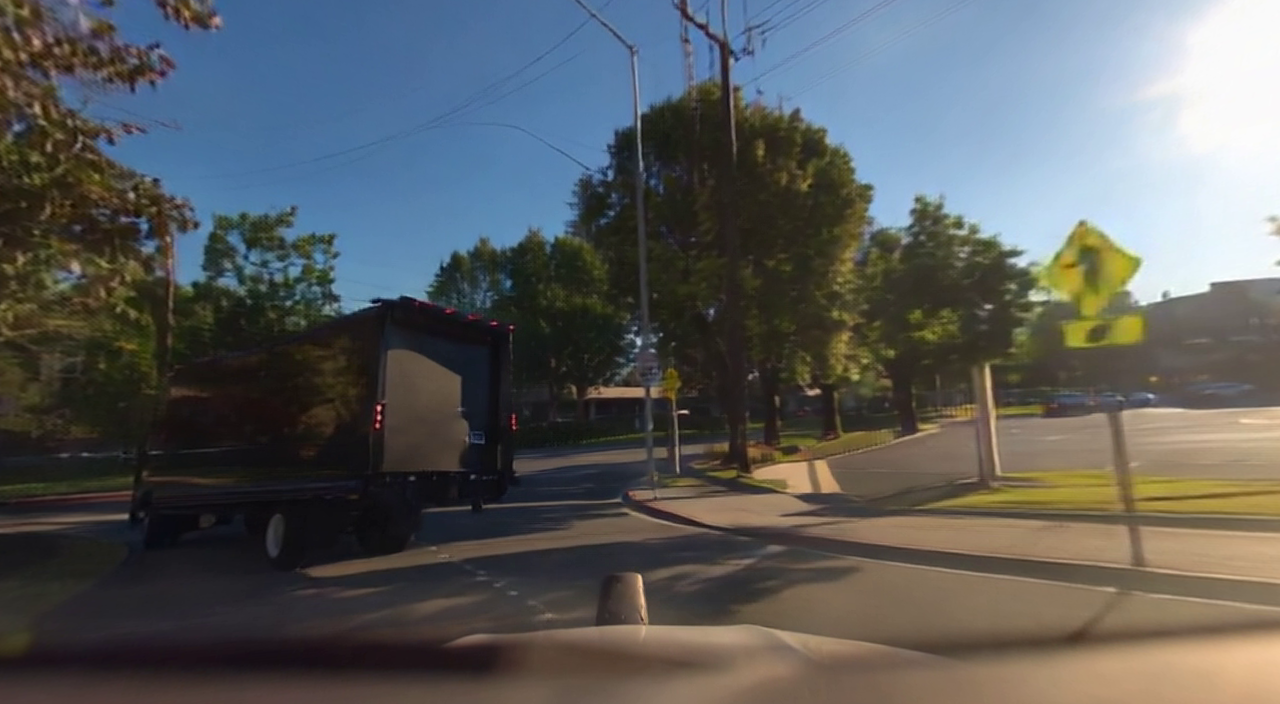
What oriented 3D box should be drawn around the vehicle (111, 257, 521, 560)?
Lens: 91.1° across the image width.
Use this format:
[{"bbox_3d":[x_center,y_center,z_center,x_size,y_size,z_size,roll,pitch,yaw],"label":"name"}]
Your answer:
[{"bbox_3d":[-6.334,1.162,11.103,9.680,3.326,2.838,-7,-10,40],"label":"vehicle"}]
